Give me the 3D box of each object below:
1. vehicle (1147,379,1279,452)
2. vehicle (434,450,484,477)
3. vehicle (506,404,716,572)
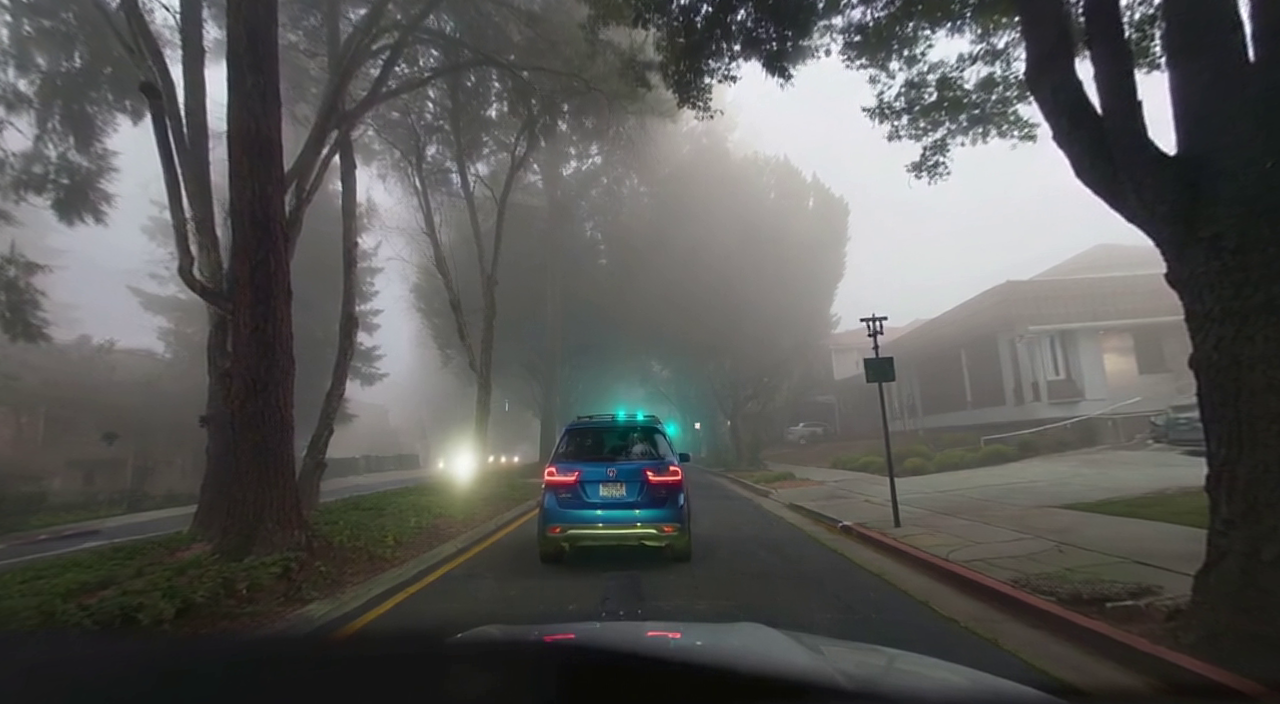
[{"bbox_3d":[13.849,1.381,13.516,4.270,1.486,2.042,-5,-10,28],"label":"vehicle"},{"bbox_3d":[-12.214,7.520,42.875,1.971,1.718,4.539,0,-8,1],"label":"vehicle"},{"bbox_3d":[-0.266,1.686,8.492,2.136,1.703,3.910,0,-8,1],"label":"vehicle"}]
